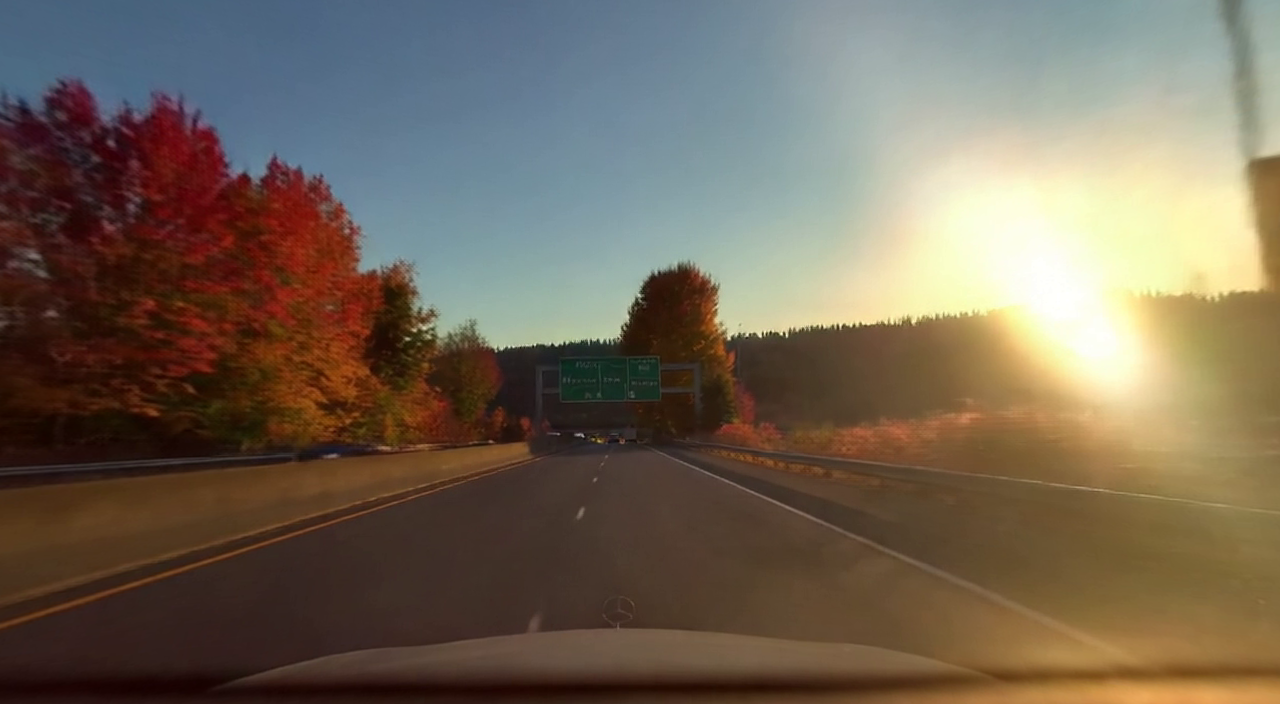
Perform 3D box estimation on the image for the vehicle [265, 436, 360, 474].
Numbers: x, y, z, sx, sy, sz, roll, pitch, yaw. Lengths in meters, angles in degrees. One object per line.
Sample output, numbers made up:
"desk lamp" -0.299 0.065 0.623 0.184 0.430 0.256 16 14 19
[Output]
"vehicle" -14.263 4.485 27.701 1.872 1.513 4.459 0 -8 -2
